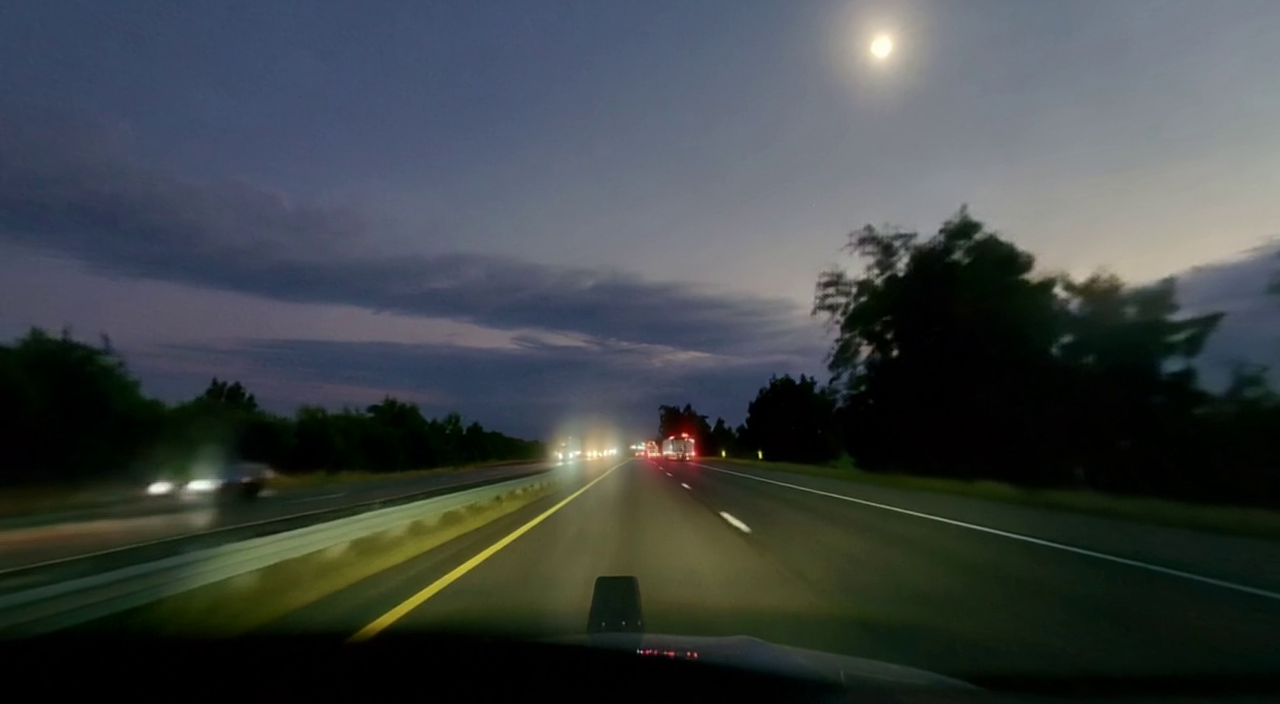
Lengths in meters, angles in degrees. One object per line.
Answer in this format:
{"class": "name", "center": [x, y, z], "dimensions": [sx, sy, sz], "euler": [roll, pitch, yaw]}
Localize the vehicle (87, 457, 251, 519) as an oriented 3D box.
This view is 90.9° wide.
{"class": "vehicle", "center": [-13.277, 3.822, 18.111], "dimensions": [1.720, 1.497, 3.857], "euler": [0, -9, 0]}
